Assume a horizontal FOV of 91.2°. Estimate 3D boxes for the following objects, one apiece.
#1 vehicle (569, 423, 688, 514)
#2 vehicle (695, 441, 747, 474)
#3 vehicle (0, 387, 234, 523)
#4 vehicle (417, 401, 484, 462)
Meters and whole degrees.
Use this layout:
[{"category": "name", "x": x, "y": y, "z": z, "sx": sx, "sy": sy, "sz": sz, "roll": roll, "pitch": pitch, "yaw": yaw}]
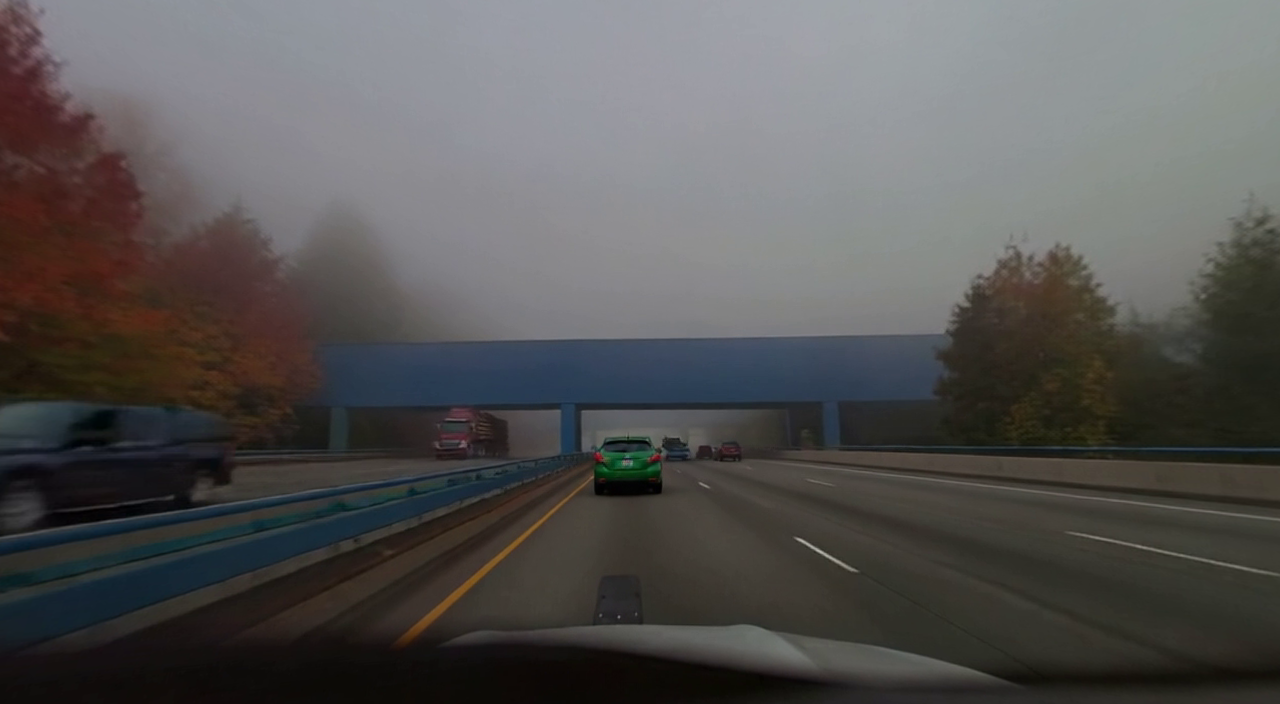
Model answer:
[{"category": "vehicle", "x": -0.235, "y": 2.538, "z": 14.022, "sx": 2.259, "sy": 1.699, "sz": 4.015, "roll": 0, "pitch": -9, "yaw": 0}, {"category": "vehicle", "x": 3.907, "y": 5.117, "z": 30.688, "sx": 1.894, "sy": 1.487, "sz": 3.751, "roll": 0, "pitch": -9, "yaw": -2}, {"category": "vehicle", "x": -8.980, "y": 1.606, "z": 9.890, "sx": 2.111, "sy": 1.674, "sz": 4.548, "roll": 0, "pitch": -9, "yaw": -1}, {"category": "vehicle", "x": -13.919, "y": 5.940, "z": 46.578, "sx": 3.271, "sy": 4.196, "sz": 5.696, "roll": 0, "pitch": -9, "yaw": -1}]
